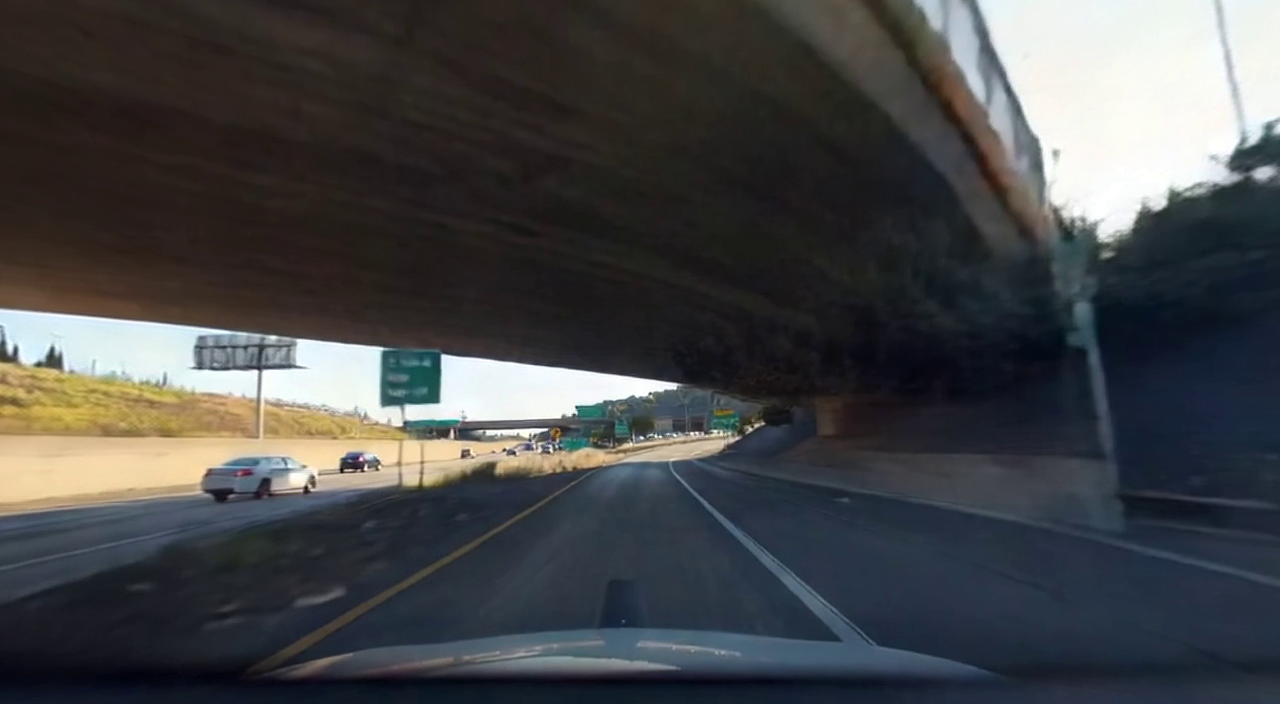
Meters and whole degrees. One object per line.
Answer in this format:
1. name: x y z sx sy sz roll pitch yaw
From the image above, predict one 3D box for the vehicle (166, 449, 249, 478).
1. vehicle: -29.180 7.536 42.747 2.220 1.806 5.471 1 -9 -6
